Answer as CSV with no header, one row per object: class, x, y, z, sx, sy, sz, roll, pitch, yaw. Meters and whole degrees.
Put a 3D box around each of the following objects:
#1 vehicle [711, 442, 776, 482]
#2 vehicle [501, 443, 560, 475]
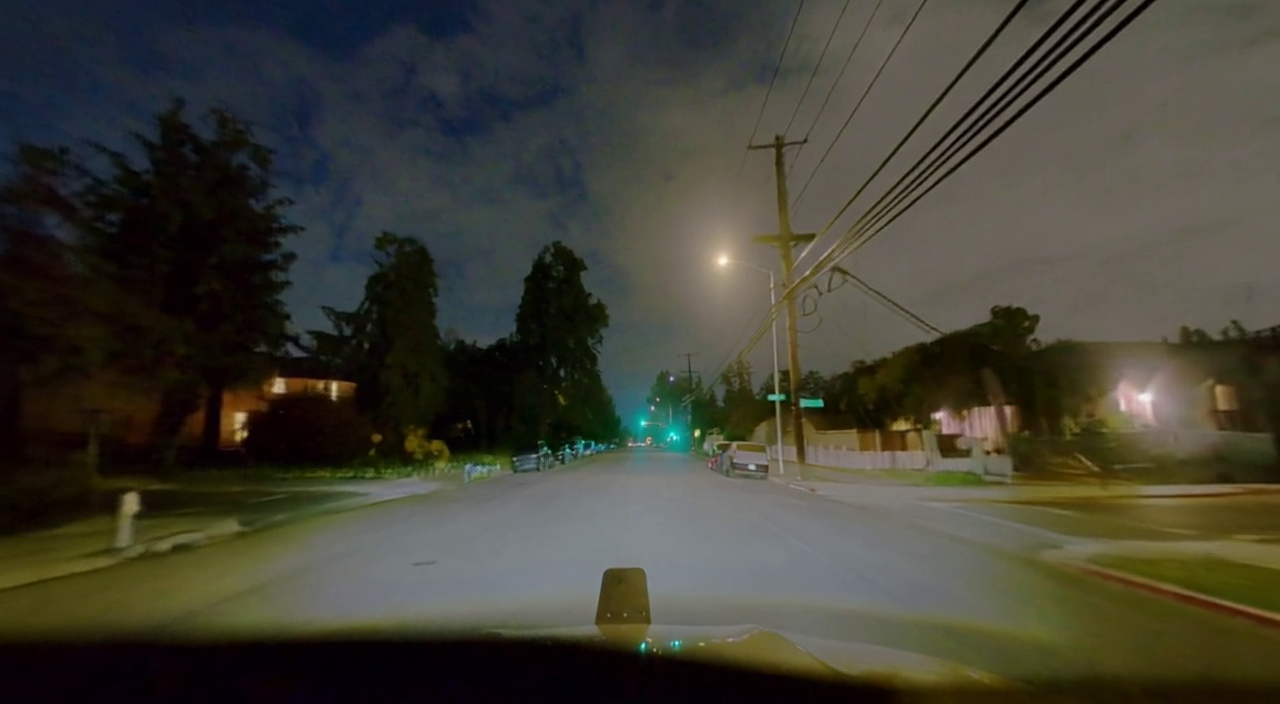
vehicle,4.038,4.346,25.197,1.851,1.438,4.177,0,-9,0
vehicle,-5.781,5.708,33.973,2.231,1.492,4.727,1,-8,1
